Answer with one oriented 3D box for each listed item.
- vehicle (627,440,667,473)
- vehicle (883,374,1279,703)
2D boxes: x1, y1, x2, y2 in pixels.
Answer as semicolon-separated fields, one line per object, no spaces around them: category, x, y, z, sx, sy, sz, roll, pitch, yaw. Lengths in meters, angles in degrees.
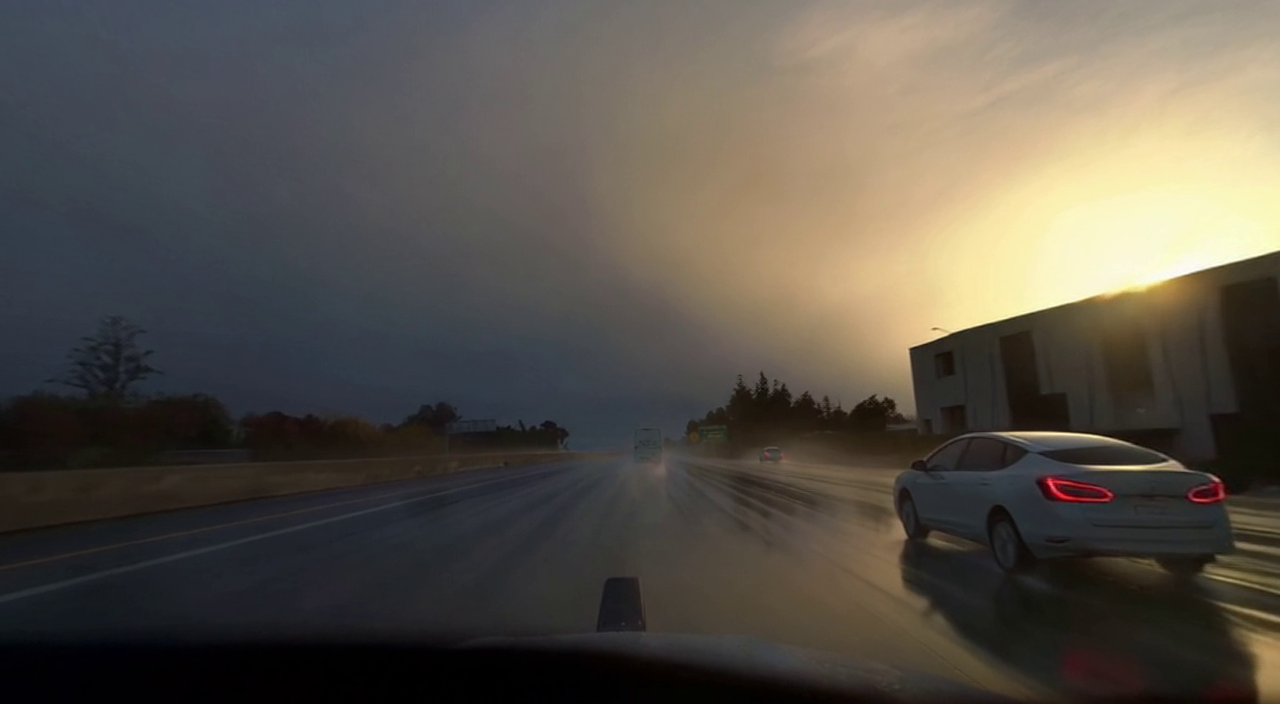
vehicle;0.337;5.651;34.094;2.015;1.639;4.086;0;-9;0
vehicle;4.123;1.268;5.517;2.008;1.595;5.082;0;-9;1
